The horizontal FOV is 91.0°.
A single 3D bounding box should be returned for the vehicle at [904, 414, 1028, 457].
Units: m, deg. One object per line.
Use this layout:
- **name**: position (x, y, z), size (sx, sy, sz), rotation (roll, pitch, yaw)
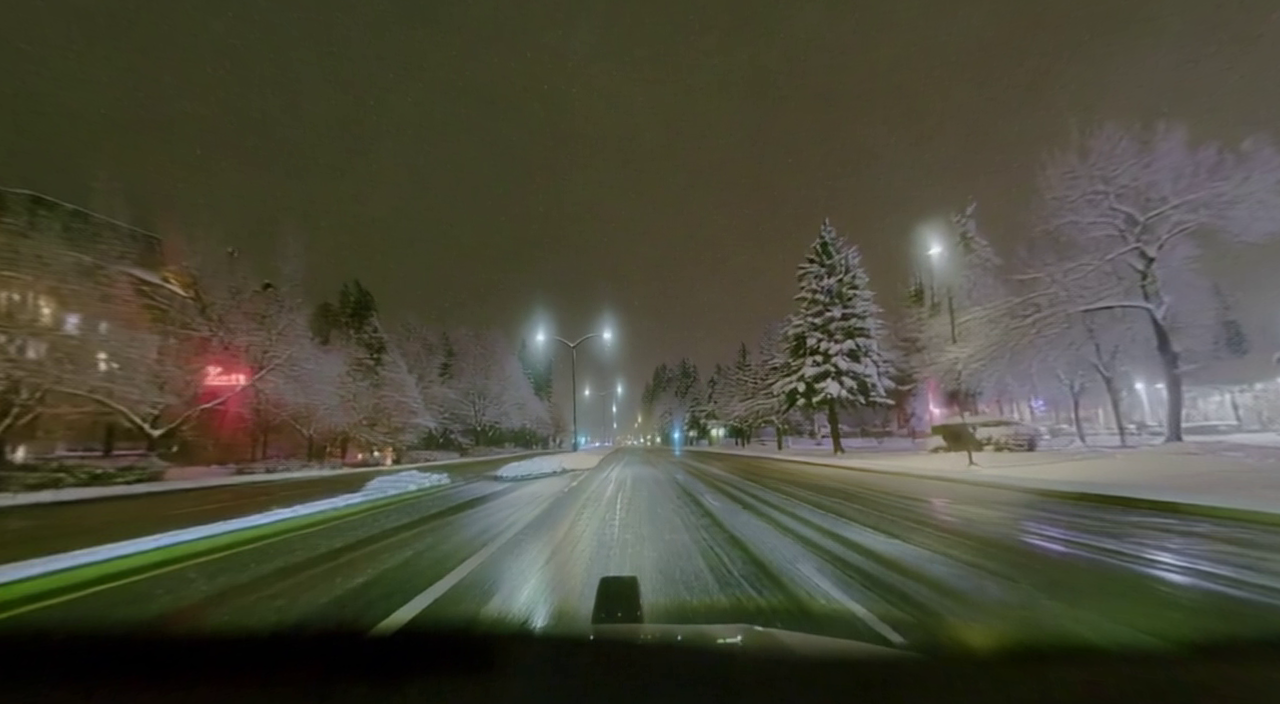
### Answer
- **vehicle**: position (19.800, 5.106, 38.421), size (6.174, 2.496, 2.349), rotation (0, -8, -2)
